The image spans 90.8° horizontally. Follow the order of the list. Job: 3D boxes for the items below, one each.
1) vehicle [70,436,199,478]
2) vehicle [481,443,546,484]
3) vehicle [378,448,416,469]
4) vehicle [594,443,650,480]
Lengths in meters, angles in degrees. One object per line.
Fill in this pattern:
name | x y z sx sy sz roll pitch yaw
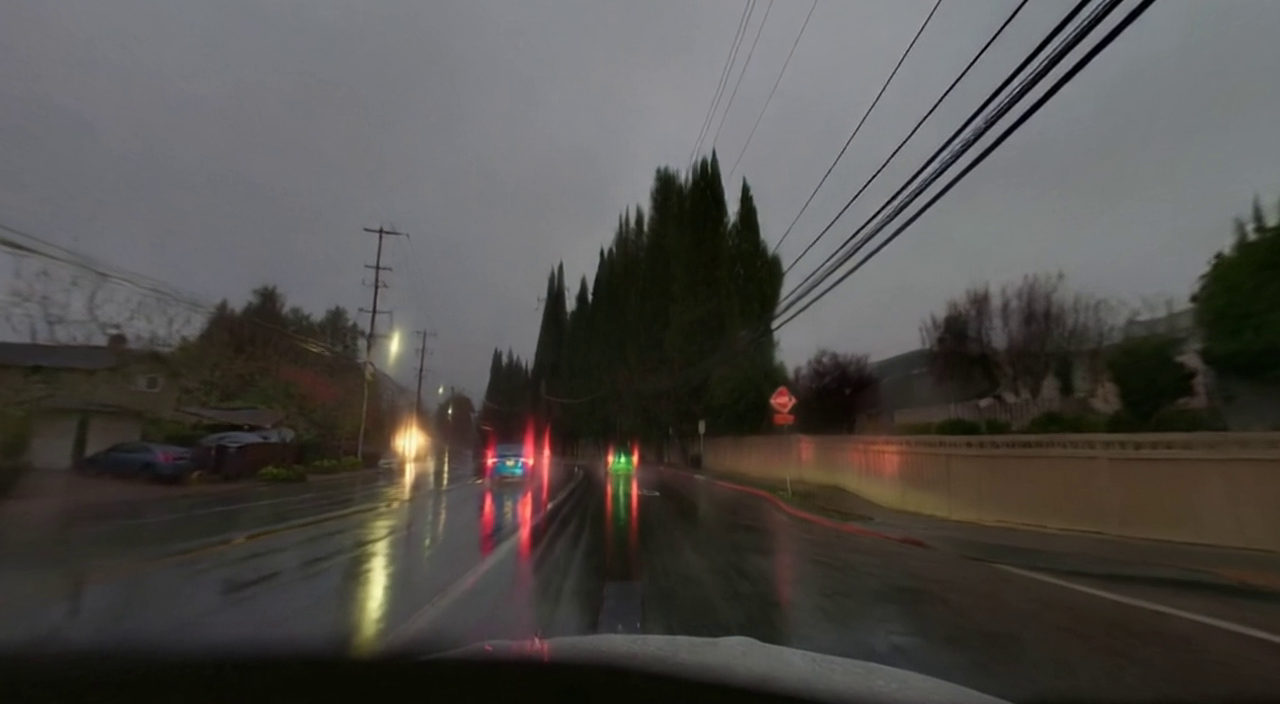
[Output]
vehicle | -21.976 4.563 27.614 3.836 1.693 1.849 2 -8 -7
vehicle | -4.750 4.224 24.287 1.913 1.425 4.235 1 -8 -4
vehicle | -18.781 8.211 48.962 1.944 1.458 4.549 3 -9 -12
vehicle | -0.879 4.854 28.286 2.168 1.504 4.284 2 -8 -6
